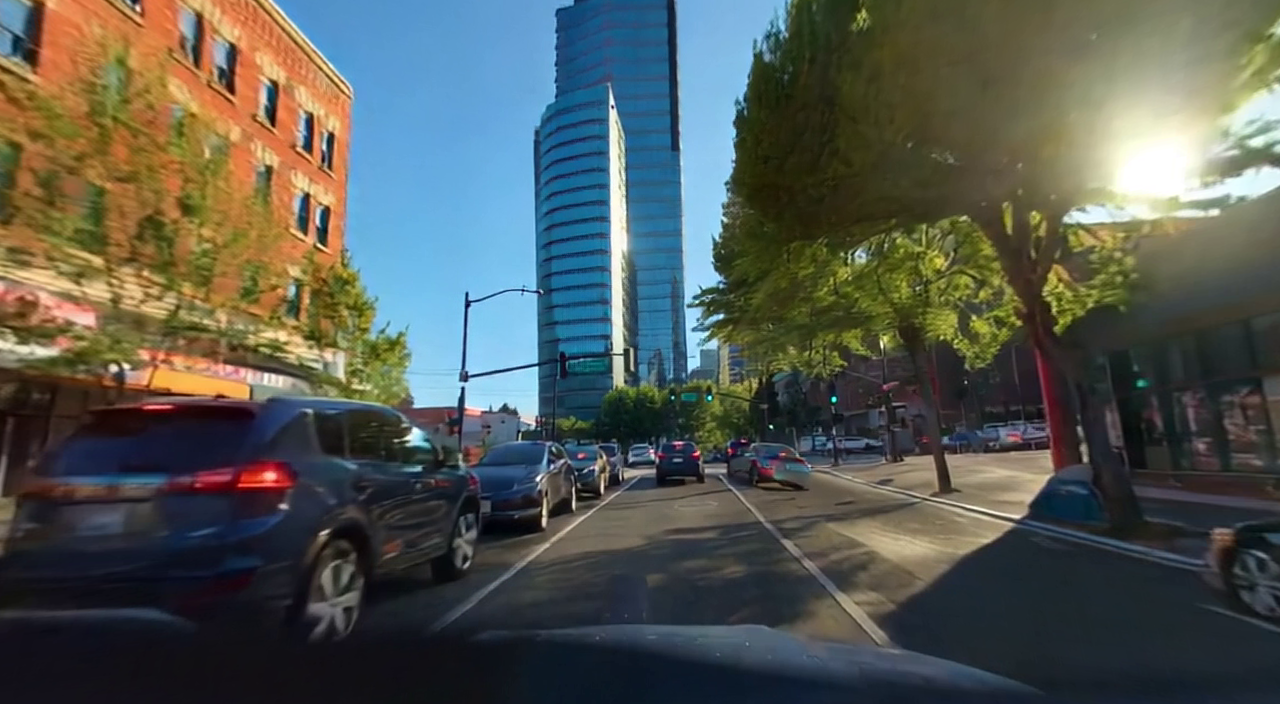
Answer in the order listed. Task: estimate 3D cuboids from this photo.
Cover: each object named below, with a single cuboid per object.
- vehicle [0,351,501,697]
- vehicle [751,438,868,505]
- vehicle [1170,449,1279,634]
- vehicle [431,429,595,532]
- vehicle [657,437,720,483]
[{"bbox_3d":[-2.885,1.220,5.596,2.043,1.819,4.294,-1,-8,4],"label":"vehicle"},{"bbox_3d":[4.197,3.022,16.458,2.150,1.464,4.467,-1,-8,5],"label":"vehicle"},{"bbox_3d":[5.991,1.325,3.733,1.956,1.446,4.537,-1,-8,4],"label":"vehicle"},{"bbox_3d":[-2.095,2.277,11.844,1.857,1.531,4.481,-1,-8,4],"label":"vehicle"},{"bbox_3d":[1.784,3.953,23.358,2.102,1.521,4.078,-1,-8,4],"label":"vehicle"}]
